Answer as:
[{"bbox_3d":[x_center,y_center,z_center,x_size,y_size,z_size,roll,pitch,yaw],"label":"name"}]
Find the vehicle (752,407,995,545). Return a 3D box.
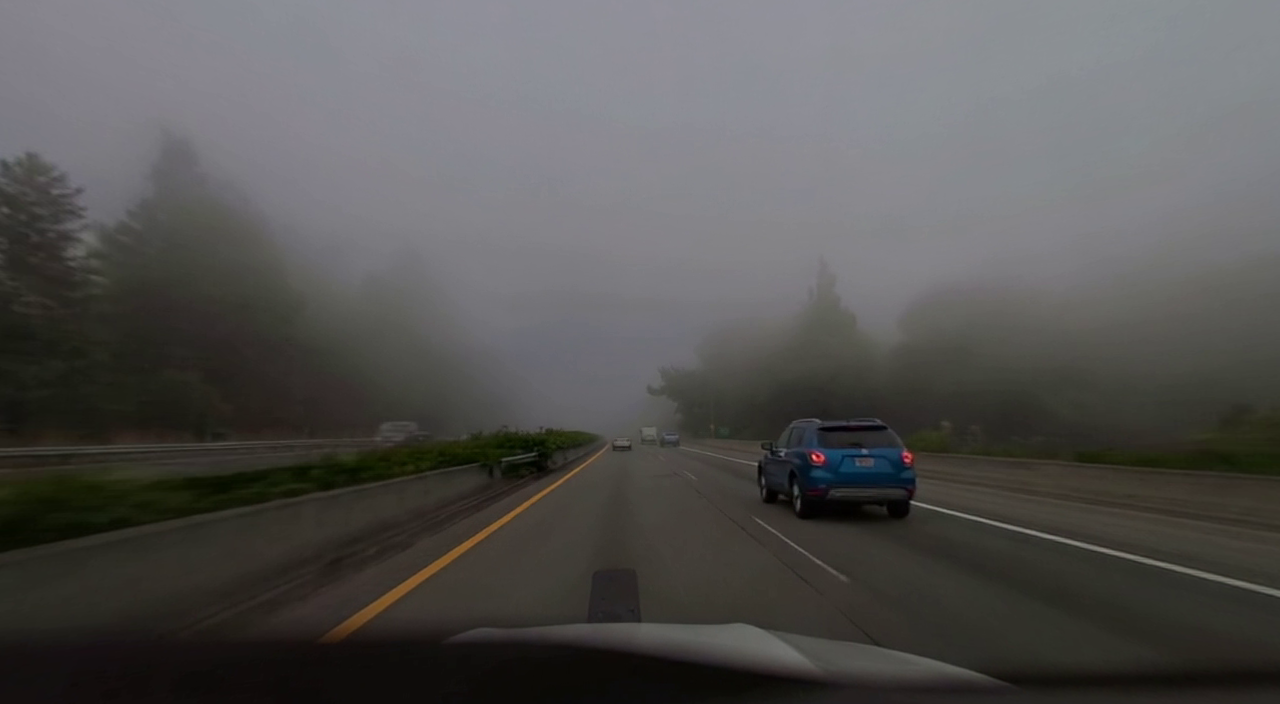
[{"bbox_3d":[3.274,1.814,10.040,2.085,1.681,4.436,0,-7,-1],"label":"vehicle"}]

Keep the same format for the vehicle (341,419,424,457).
[{"bbox_3d":[-14.045,4.727,34.892,2.233,1.923,5.794,0,-7,-1],"label":"vehicle"}]
